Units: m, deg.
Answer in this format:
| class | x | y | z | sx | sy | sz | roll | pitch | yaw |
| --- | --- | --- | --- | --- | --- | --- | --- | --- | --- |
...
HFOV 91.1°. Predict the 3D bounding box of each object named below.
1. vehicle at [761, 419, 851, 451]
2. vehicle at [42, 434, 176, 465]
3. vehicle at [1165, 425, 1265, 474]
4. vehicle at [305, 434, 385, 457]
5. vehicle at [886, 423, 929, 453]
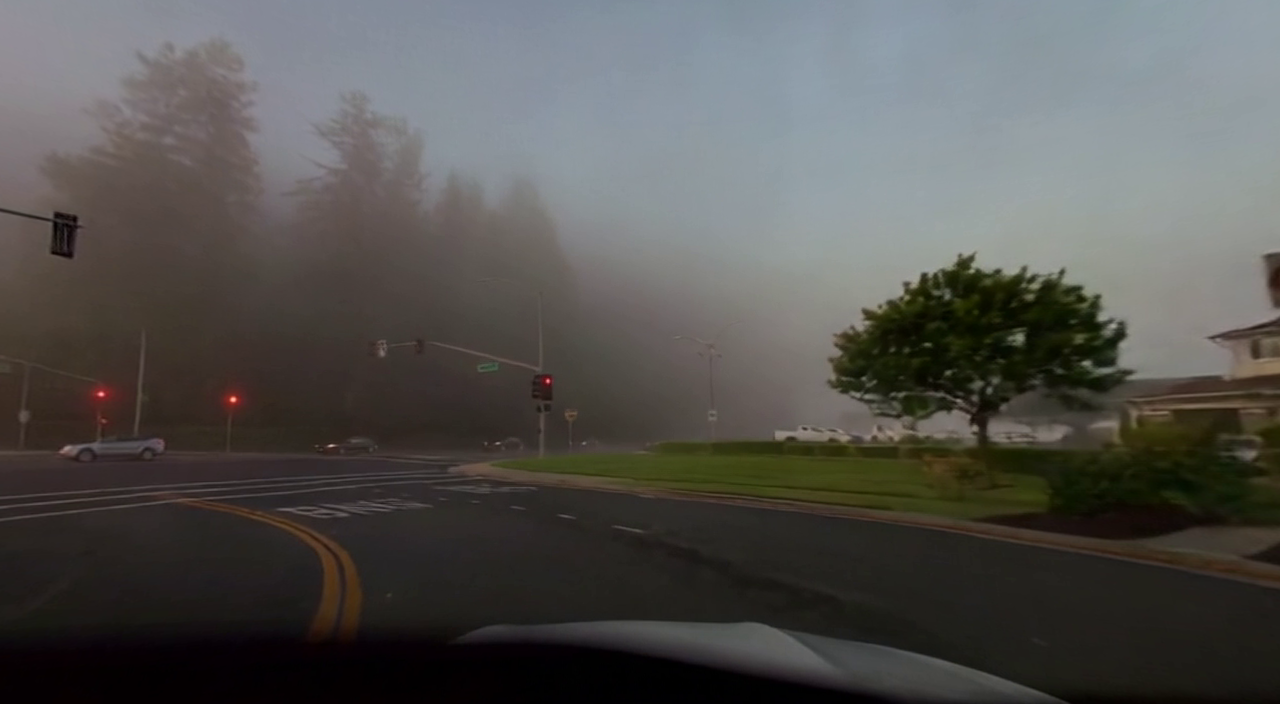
| class | x | y | z | sx | sy | sz | roll | pitch | yaw |
| --- | --- | --- | --- | --- | --- | --- | --- | --- | --- |
| vehicle | 12.115 | 6.097 | 45.807 | 5.939 | 2.249 | 2.437 | -4 | -9 | 25 |
| vehicle | -27.371 | 5.044 | 32.569 | 1.847 | 1.461 | 4.853 | -5 | -10 | 30 |
| vehicle | 19.928 | 3.341 | 21.955 | 1.907 | 1.515 | 4.550 | -6 | -9 | 35 |
| vehicle | -20.382 | 6.485 | 43.556 | 1.828 | 1.462 | 4.740 | -5 | -10 | 31 |
| vehicle | 18.736 | 6.088 | 44.198 | 2.402 | 1.920 | 5.467 | -3 | -9 | 19 |
